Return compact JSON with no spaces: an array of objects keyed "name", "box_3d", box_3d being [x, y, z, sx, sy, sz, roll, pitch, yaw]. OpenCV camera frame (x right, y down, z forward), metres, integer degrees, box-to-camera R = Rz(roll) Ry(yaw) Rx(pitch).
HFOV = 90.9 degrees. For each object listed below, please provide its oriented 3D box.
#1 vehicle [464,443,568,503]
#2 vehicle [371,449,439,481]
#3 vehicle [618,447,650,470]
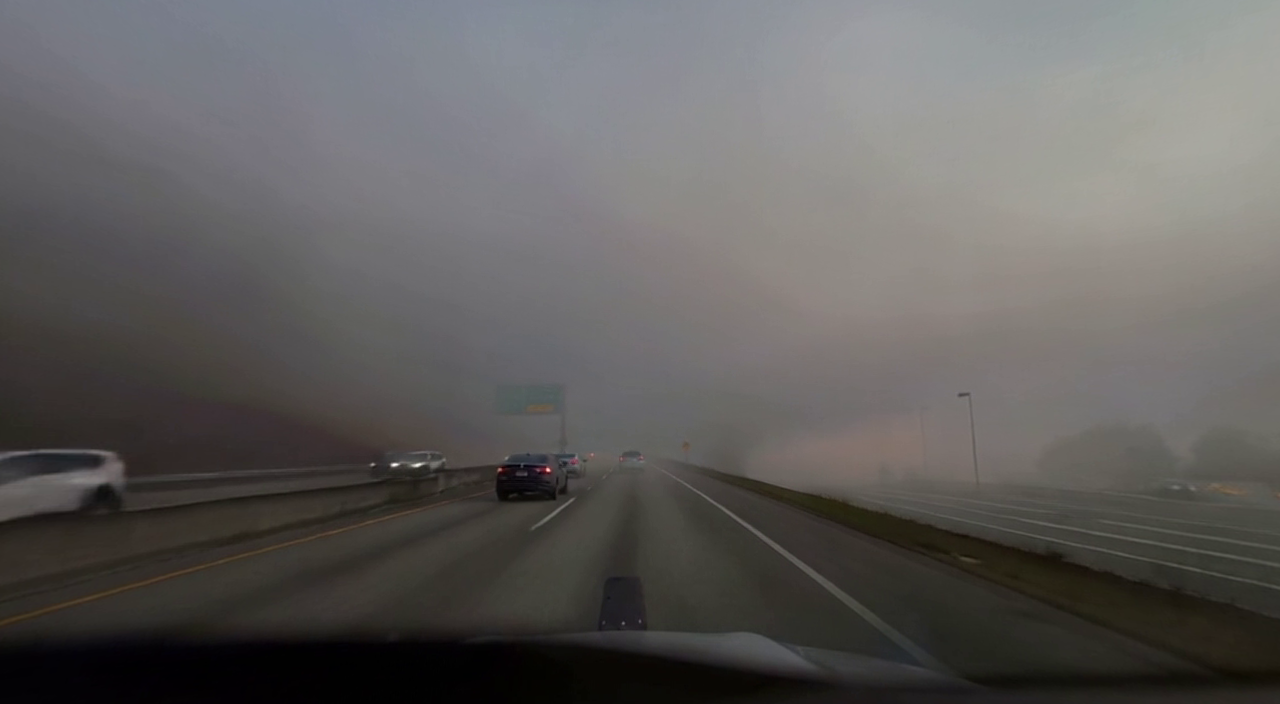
[{"name":"vehicle","box_3d":[-3.444,3.447,18.507,2.067,1.509,4.551,0,-8,1]},{"name":"vehicle","box_3d":[-13.631,6.539,36.863,2.105,1.676,4.777,0,-8,0]},{"name":"vehicle","box_3d":[-0.425,7.227,43.051,2.100,1.471,3.956,0,-8,-1]}]
